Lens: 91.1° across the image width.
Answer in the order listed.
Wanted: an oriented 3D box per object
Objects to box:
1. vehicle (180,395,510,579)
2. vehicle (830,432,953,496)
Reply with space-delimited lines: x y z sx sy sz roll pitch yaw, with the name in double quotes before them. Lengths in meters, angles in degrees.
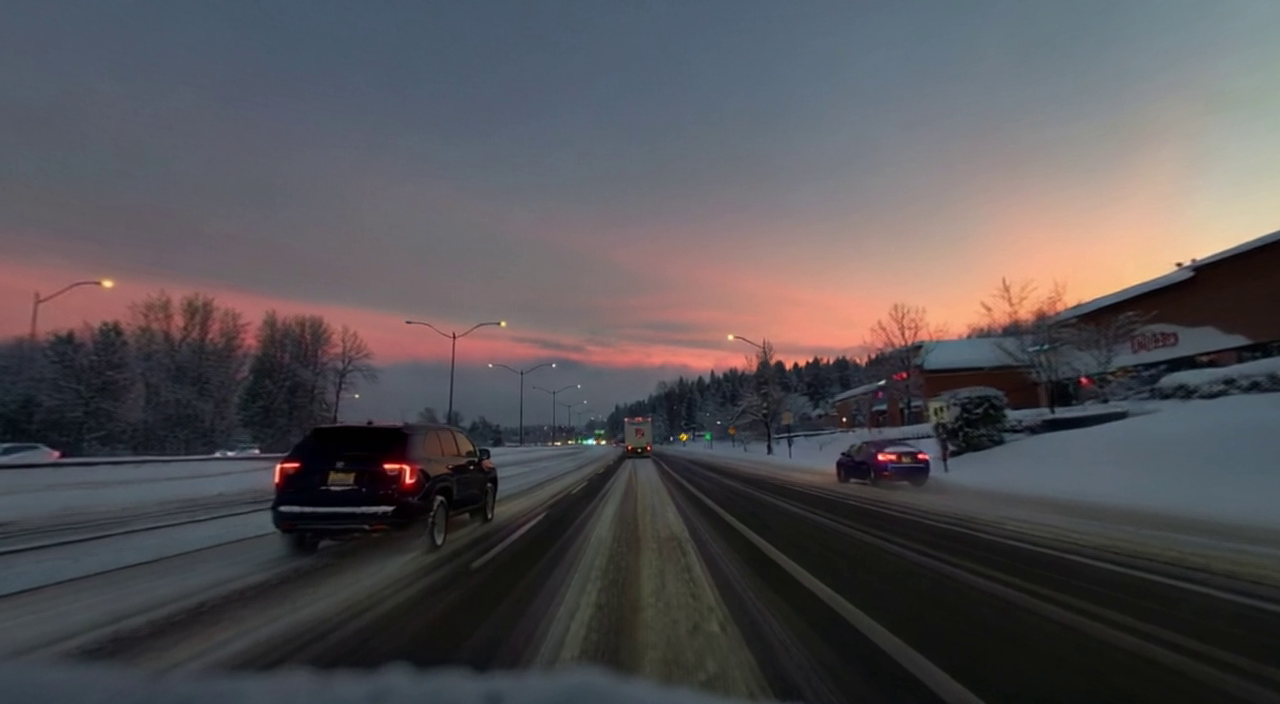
"vehicle" -3.464 1.712 8.809 2.178 1.826 4.933 0 -8 1
"vehicle" 7.372 3.300 18.893 1.958 1.681 4.109 0 -8 0
